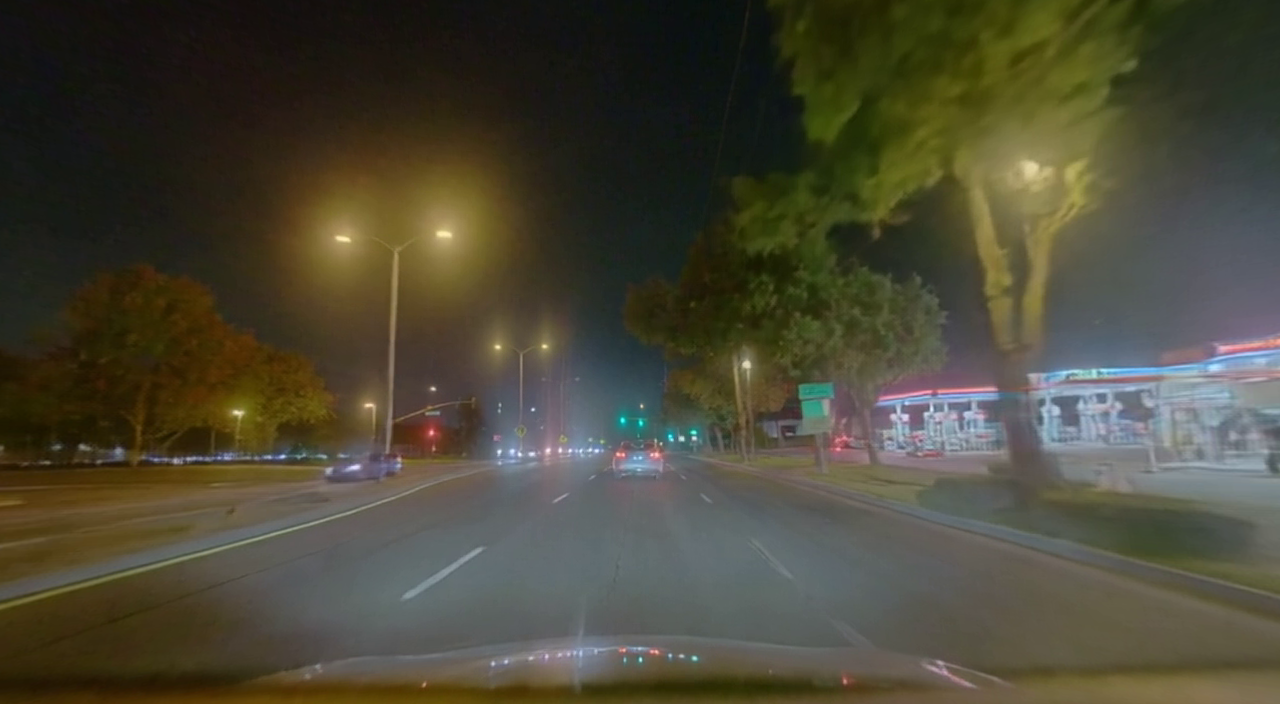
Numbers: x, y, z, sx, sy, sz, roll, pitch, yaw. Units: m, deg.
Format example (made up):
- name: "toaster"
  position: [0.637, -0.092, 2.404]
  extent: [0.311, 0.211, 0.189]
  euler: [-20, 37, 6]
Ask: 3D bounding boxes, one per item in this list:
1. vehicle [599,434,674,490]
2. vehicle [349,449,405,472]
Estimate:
- name: "vehicle"
  position: [-0.073, 3.373, 19.603]
  extent: [2.062, 1.519, 4.214]
  euler: [0, -8, 0]
- name: "vehicle"
  position: [-19.002, 7.815, 45.673]
  extent: [1.940, 1.525, 4.654]
  euler: [0, -8, 1]
